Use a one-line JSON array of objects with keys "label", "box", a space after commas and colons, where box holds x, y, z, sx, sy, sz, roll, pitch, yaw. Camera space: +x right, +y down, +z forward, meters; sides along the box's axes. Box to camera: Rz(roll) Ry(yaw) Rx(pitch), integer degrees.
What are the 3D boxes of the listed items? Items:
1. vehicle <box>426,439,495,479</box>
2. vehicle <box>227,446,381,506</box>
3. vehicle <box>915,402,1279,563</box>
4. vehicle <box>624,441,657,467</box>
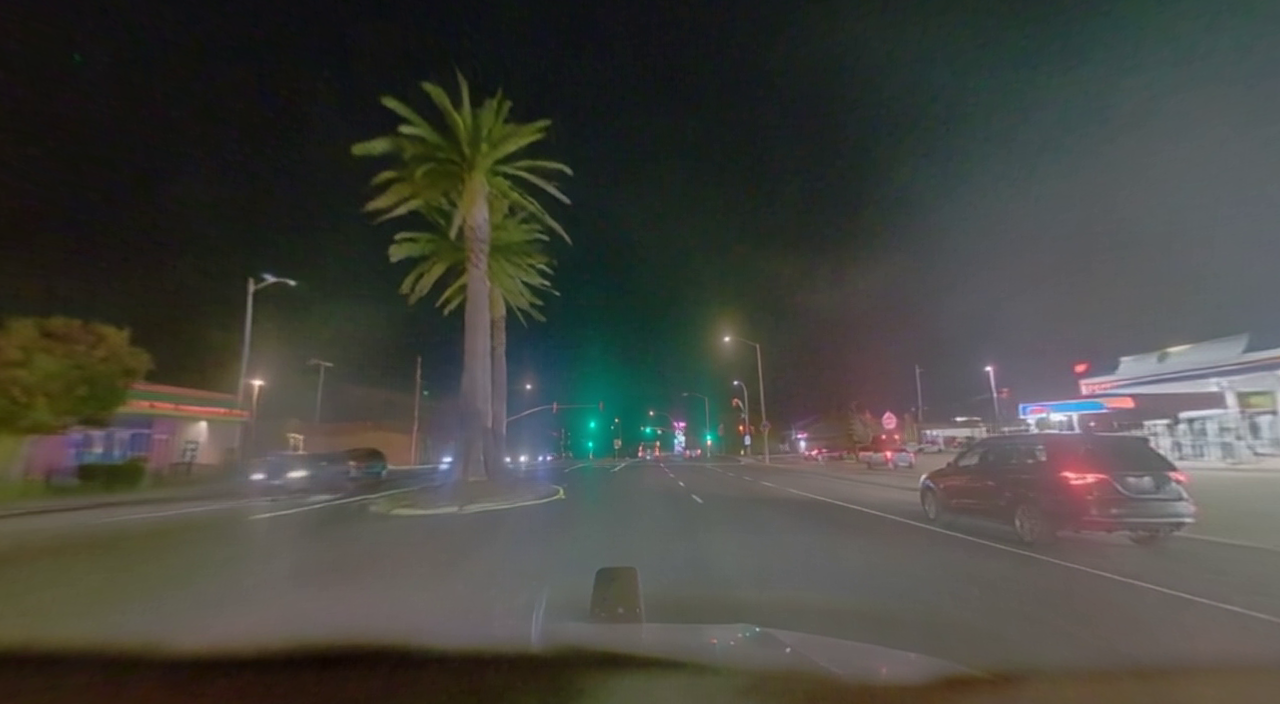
[{"label": "vehicle", "box": [-9.262, 5.542, 33.166, 2.169, 1.910, 4.745, -1, -9, 1]}, {"label": "vehicle", "box": [-9.530, 3.512, 18.473, 1.931, 1.479, 4.555, -1, -9, 1]}, {"label": "vehicle", "box": [6.396, 1.856, 9.720, 2.066, 1.807, 4.893, 0, -9, -1]}, {"label": "vehicle", "box": [0.045, 7.233, 44.923, 2.177, 1.754, 3.815, 0, -9, 0]}]
